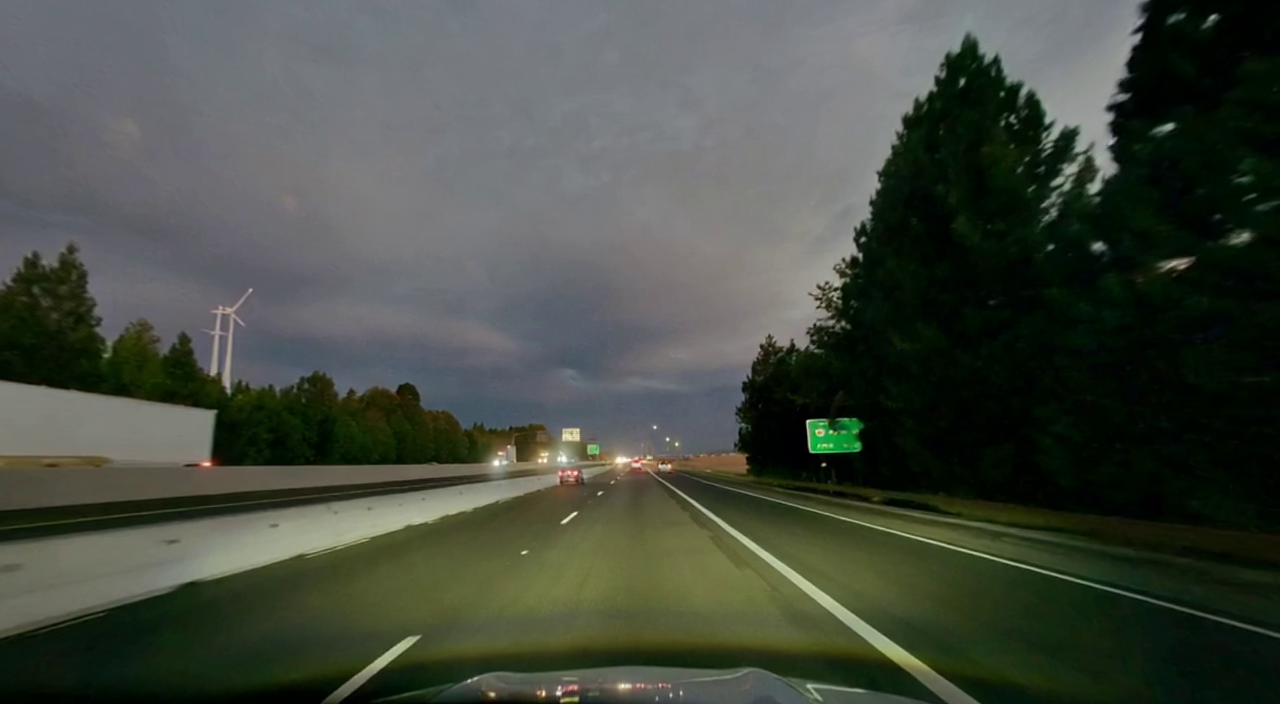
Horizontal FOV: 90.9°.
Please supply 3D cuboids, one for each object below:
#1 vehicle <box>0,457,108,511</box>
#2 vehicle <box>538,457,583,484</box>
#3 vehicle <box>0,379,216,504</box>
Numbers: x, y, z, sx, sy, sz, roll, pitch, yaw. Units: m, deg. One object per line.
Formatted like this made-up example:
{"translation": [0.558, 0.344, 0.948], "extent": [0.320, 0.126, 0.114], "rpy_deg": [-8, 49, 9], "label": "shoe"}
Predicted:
{"translation": [-18.849, 3.979, 19.251], "extent": [1.857, 1.503, 3.716], "rpy_deg": [1, -10, 0], "label": "vehicle"}
{"translation": [-5.150, 7.768, 41.323], "extent": [2.175, 1.658, 4.582], "rpy_deg": [0, -10, 2], "label": "vehicle"}
{"translation": [-22.964, 3.637, 24.705], "extent": [2.862, 4.117, 14.145], "rpy_deg": [1, -10, 0], "label": "vehicle"}
